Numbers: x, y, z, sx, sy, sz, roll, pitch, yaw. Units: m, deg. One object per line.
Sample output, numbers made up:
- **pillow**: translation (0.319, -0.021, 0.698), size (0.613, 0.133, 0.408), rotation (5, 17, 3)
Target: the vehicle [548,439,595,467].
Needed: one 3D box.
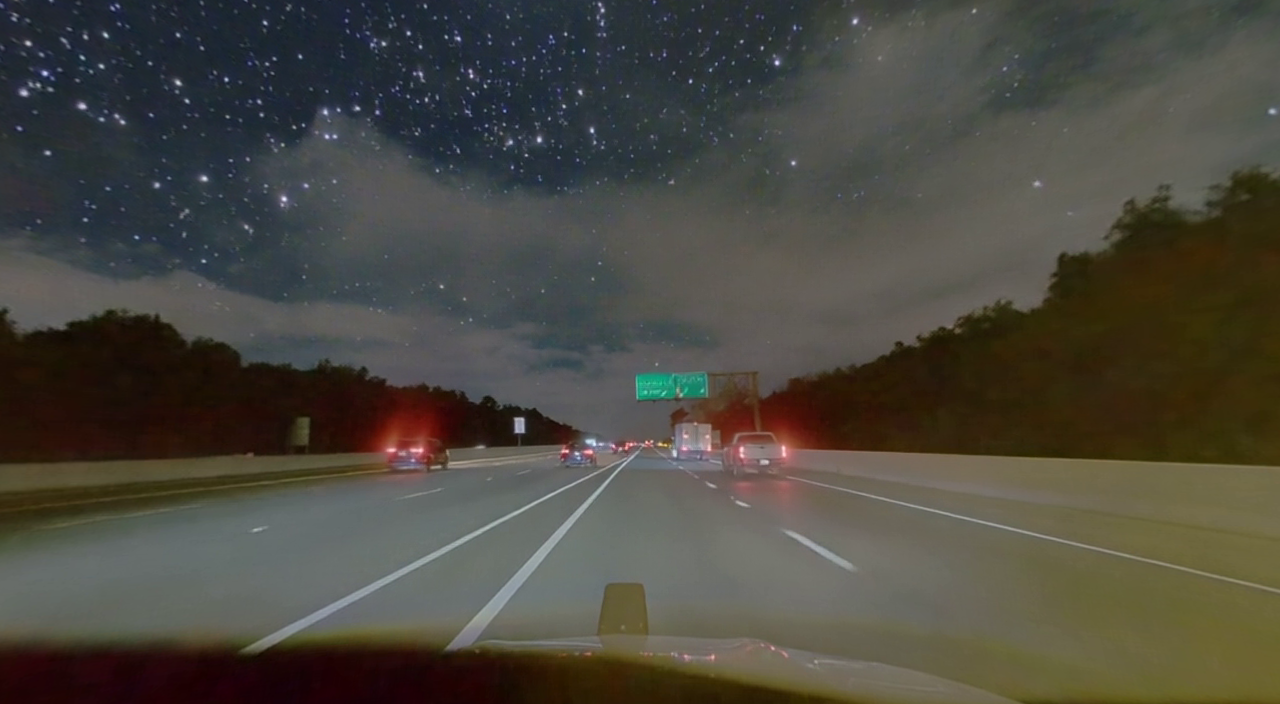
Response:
- **vehicle**: translation (-3.753, 5.619, 35.263), size (1.981, 1.473, 4.317), rotation (0, -8, 2)

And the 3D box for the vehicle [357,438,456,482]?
- **vehicle**: translation (-8.555, 3.977, 23.565), size (1.899, 1.465, 4.589), rotation (0, -8, 0)

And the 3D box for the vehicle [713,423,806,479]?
- **vehicle**: translation (4.561, 3.929, 25.373), size (2.355, 1.930, 6.633), rotation (0, -8, -1)
